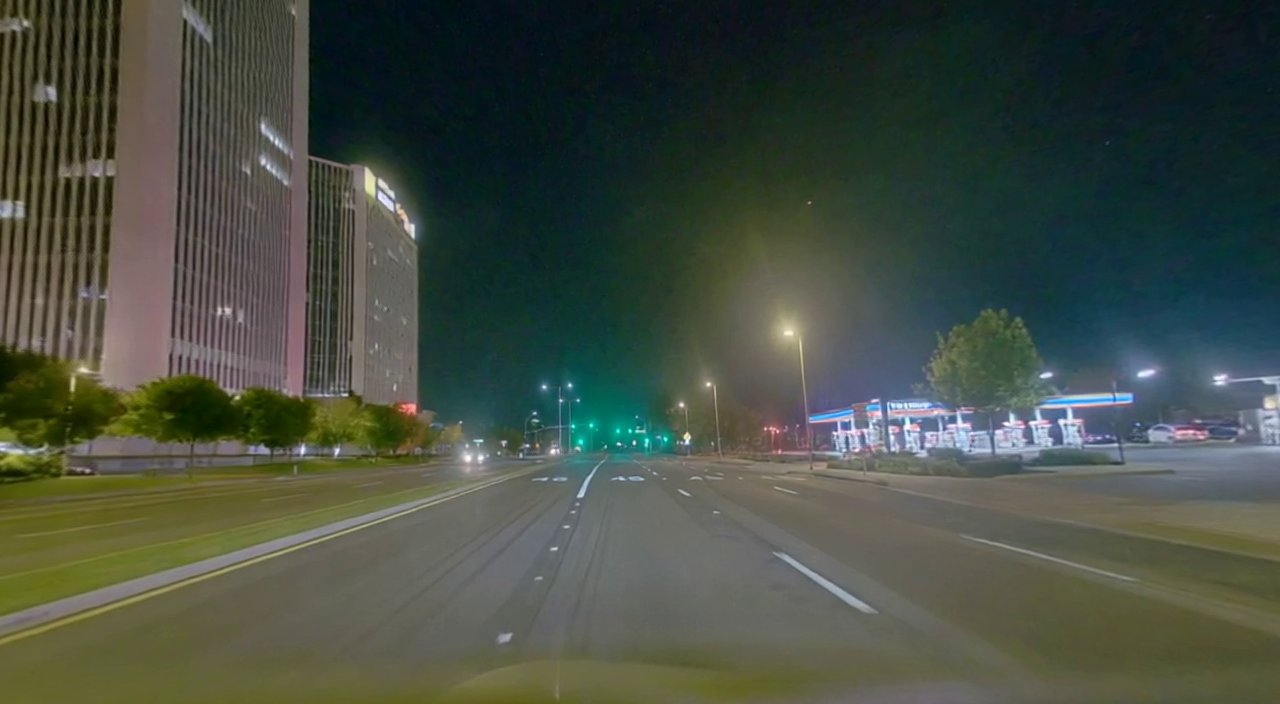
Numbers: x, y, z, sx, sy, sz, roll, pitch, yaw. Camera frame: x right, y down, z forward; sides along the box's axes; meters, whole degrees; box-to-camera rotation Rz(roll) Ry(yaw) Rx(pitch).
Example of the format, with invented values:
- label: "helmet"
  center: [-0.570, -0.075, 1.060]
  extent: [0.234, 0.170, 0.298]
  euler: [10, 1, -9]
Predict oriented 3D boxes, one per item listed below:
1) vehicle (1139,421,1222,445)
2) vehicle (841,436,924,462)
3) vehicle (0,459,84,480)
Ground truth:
- label: "vehicle"
  center: [40.456, 6.114, 47.449]
  extent: [1.889, 1.699, 4.777]
  euler: [0, -8, -1]
- label: "vehicle"
  center: [15.722, 6.319, 41.059]
  extent: [4.548, 1.568, 1.953]
  euler: [0, -10, -2]
- label: "vehicle"
  center: [-47.027, 9.197, 49.765]
  extent: [2.009, 1.408, 4.847]
  euler: [-3, -9, 1]
